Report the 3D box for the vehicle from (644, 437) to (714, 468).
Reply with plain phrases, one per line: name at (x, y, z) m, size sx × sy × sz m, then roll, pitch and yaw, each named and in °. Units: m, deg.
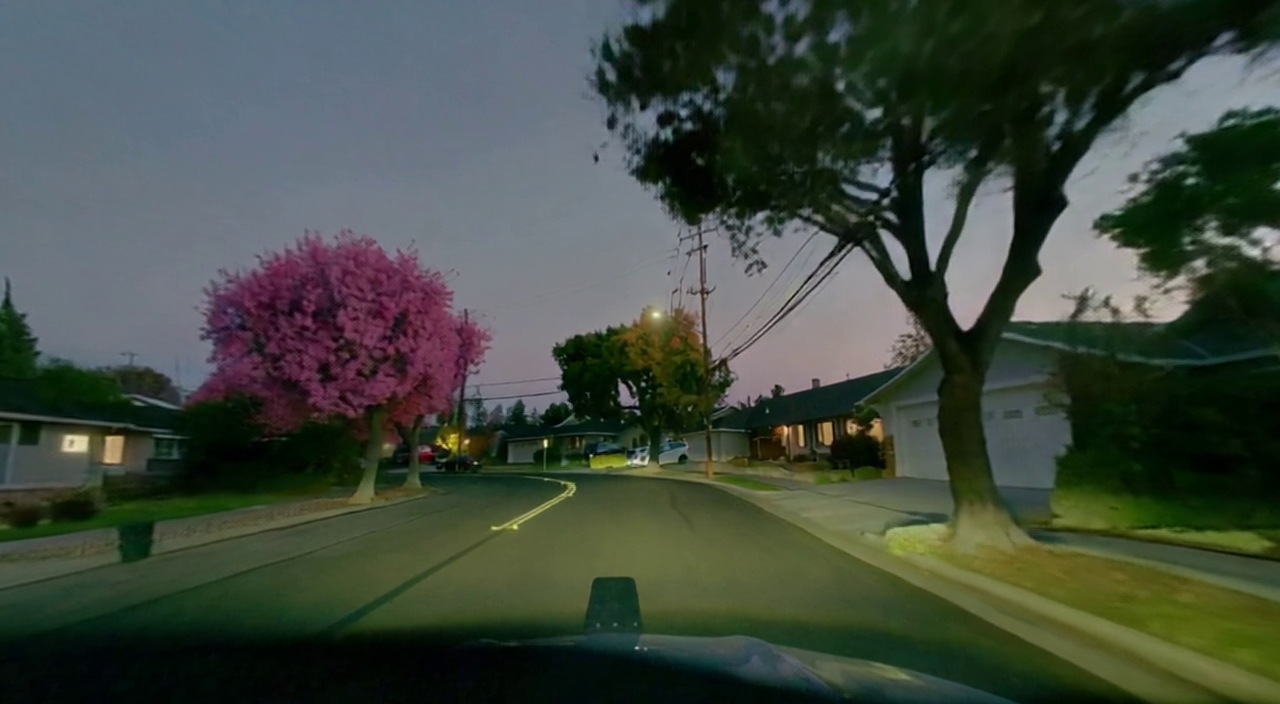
vehicle at (2.728, 6.991, 44.045) m, size 4.459 × 1.738 × 1.930 m, roll 0°, pitch -8°, yaw -29°
